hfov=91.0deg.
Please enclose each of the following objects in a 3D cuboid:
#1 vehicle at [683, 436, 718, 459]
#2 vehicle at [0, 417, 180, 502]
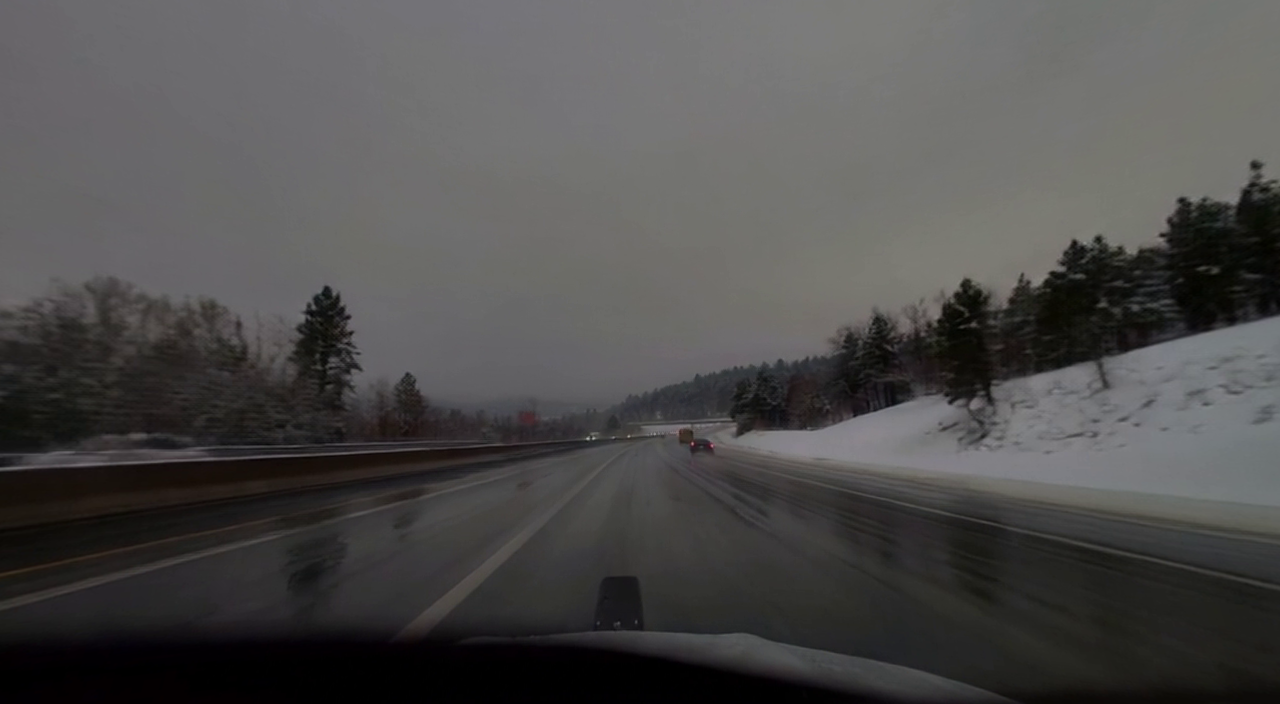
[{"bbox_3d":[4.050,6.481,42.835,1.943,1.490,4.246,0,-8,0],"label":"vehicle"},{"bbox_3d":[-13.962,2.530,15.209,2.098,1.724,4.494,0,-8,3],"label":"vehicle"}]
